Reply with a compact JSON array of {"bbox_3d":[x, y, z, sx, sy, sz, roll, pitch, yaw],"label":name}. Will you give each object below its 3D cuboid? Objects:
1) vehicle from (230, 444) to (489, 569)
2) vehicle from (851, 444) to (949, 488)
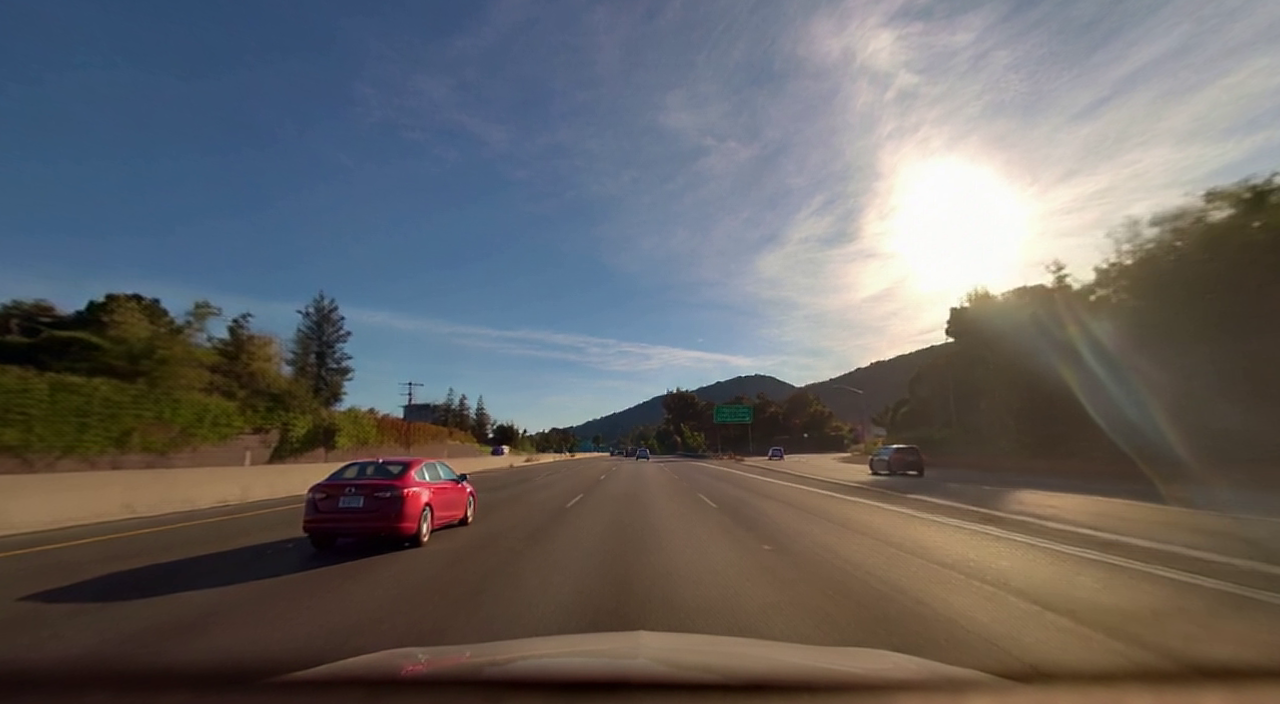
[{"bbox_3d":[-3.853,2.191,9.752,1.873,1.438,4.546,0,-9,1],"label":"vehicle"},{"bbox_3d":[9.752,4.320,24.137,1.884,1.485,4.600,-1,-9,2],"label":"vehicle"}]
